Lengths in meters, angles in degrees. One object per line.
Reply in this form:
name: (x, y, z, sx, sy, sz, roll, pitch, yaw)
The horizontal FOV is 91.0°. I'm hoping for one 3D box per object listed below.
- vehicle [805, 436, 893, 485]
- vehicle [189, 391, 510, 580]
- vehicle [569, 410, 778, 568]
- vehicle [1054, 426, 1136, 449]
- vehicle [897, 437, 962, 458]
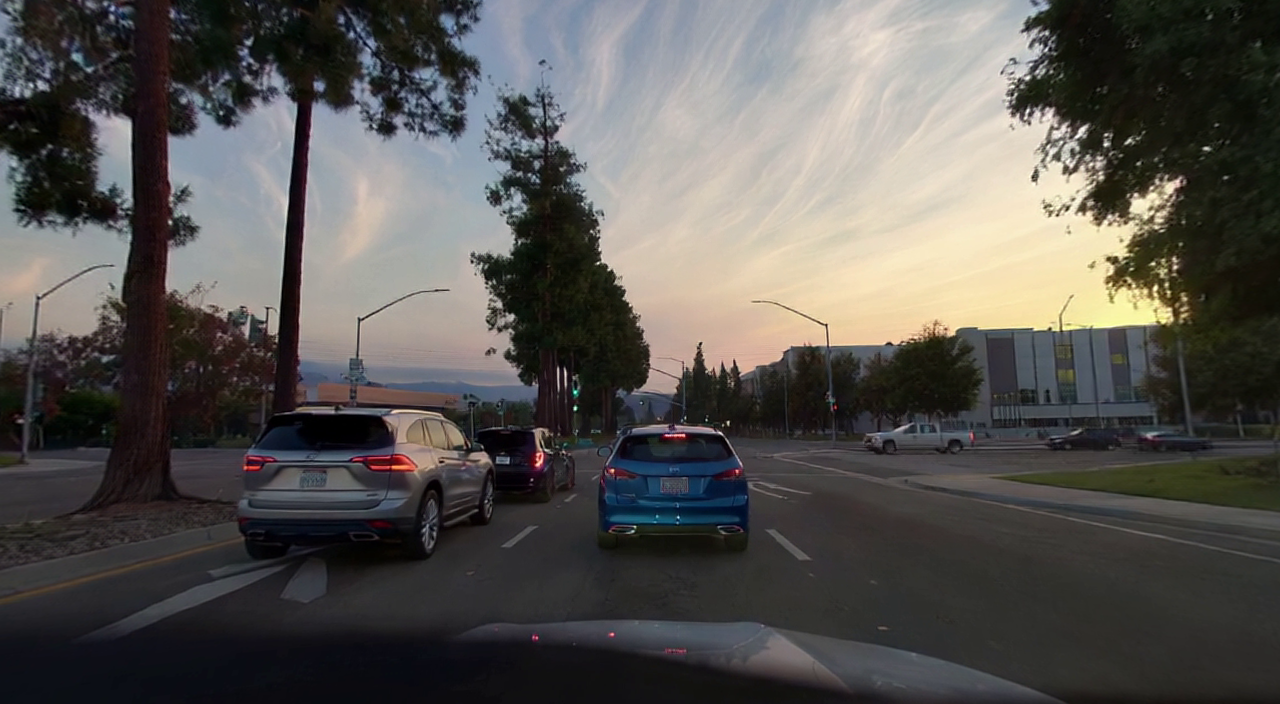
vehicle: (7.454, 3.889, 22.961, 2.067, 1.599, 4.251, -1, -8, 5)
vehicle: (-3.256, 1.606, 8.310, 2.085, 1.812, 4.388, 0, -8, 0)
vehicle: (0.371, 1.756, 8.778, 2.189, 1.649, 4.171, 0, -8, 1)
vehicle: (33.284, 6.320, 46.227, 4.632, 1.580, 1.801, -5, -10, 30)
vehicle: (20.155, 6.661, 43.867, 3.944, 1.398, 1.701, -4, -9, 24)
